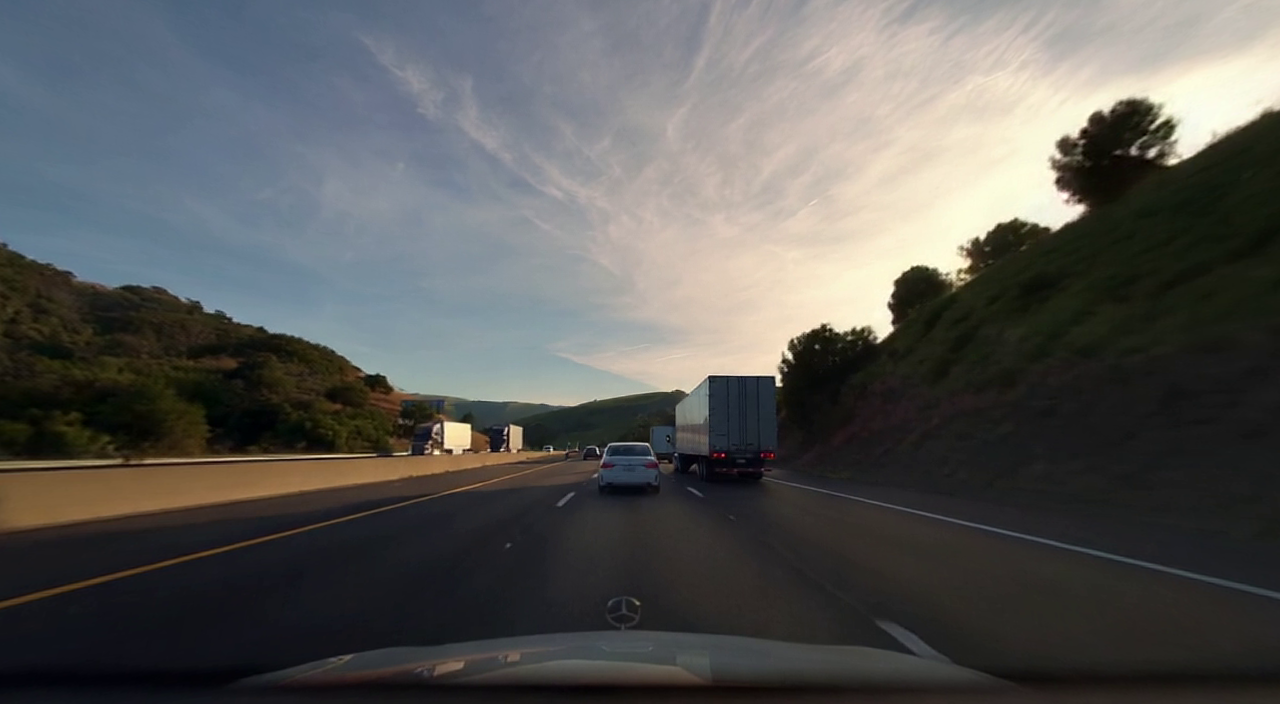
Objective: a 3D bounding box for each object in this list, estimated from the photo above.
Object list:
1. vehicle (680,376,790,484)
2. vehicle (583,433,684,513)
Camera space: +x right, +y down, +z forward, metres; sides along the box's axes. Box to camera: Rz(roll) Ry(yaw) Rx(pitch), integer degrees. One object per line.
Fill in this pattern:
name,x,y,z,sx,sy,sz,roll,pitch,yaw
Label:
vehicle,3.981,3.990,30.627,2.812,4.024,14.098,0,-9,-1
vehicle,-0.155,2.813,15.053,2.109,1.639,3.768,0,-9,-1
